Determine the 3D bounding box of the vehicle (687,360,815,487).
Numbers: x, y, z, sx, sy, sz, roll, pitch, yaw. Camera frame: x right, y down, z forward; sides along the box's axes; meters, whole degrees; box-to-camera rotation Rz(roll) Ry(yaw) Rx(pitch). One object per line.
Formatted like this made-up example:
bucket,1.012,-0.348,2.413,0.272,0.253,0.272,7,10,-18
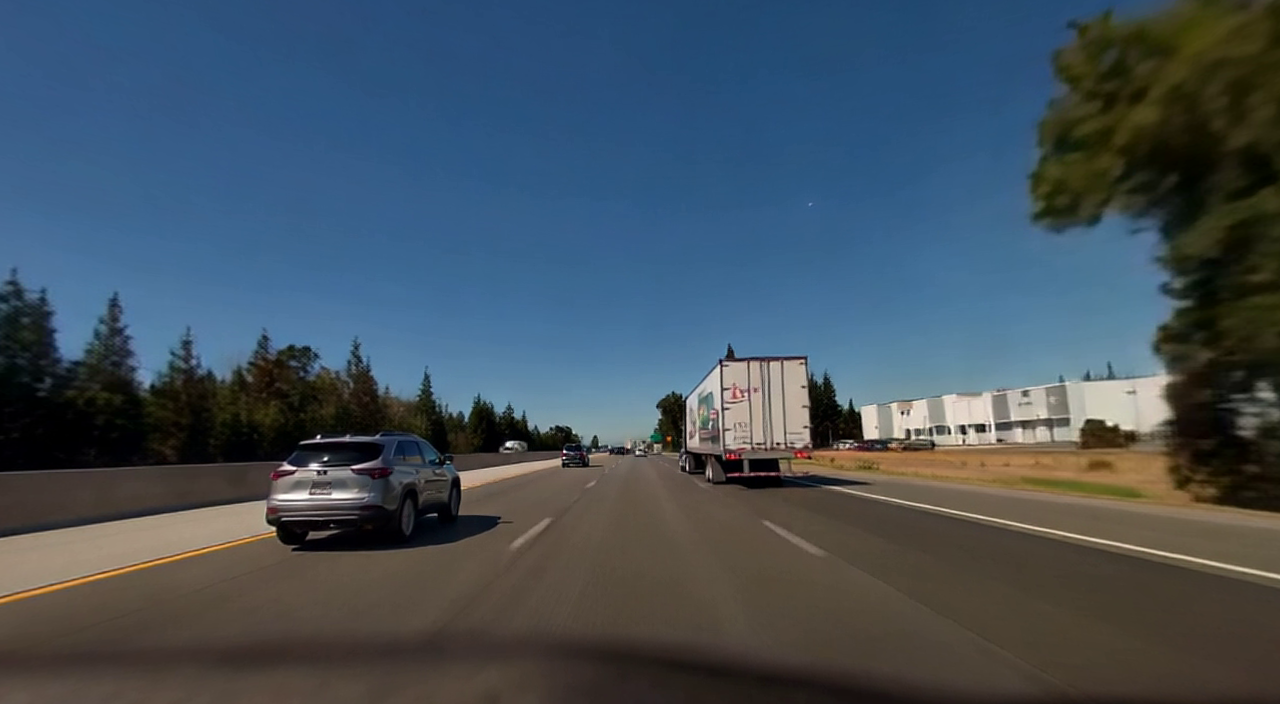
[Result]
vehicle,4.208,3.439,28.018,2.998,4.236,13.886,0,-9,-1

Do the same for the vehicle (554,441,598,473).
vehicle,-3.656,6.131,36.795,2.139,1.716,4.530,0,-9,0

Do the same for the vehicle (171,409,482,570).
vehicle,-4.079,1.893,9.371,2.202,1.760,4.617,0,-9,0
